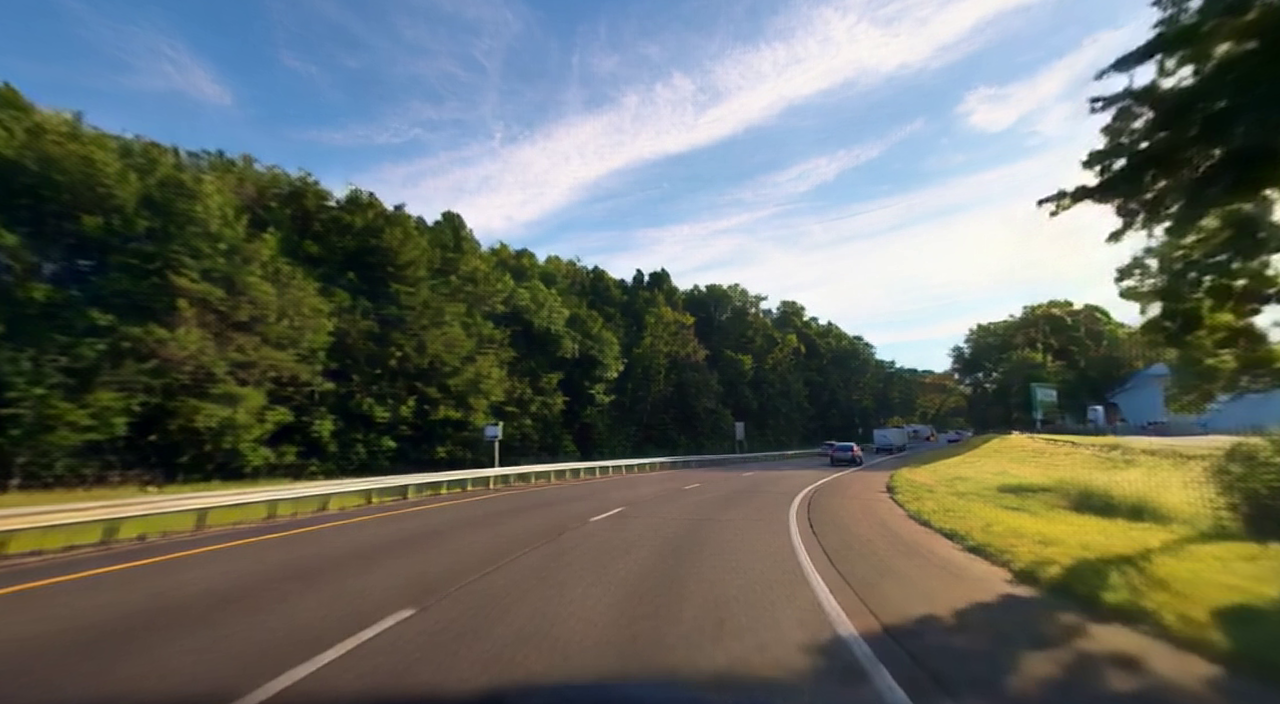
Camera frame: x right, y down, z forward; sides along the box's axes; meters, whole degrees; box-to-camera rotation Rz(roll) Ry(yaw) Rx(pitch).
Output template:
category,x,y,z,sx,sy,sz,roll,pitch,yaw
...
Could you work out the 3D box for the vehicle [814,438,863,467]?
category,x,y,z,sx,sy,sz,roll,pitch,yaw
vehicle,12.620,6.347,39.815,2.221,1.674,4.325,-5,-10,26
